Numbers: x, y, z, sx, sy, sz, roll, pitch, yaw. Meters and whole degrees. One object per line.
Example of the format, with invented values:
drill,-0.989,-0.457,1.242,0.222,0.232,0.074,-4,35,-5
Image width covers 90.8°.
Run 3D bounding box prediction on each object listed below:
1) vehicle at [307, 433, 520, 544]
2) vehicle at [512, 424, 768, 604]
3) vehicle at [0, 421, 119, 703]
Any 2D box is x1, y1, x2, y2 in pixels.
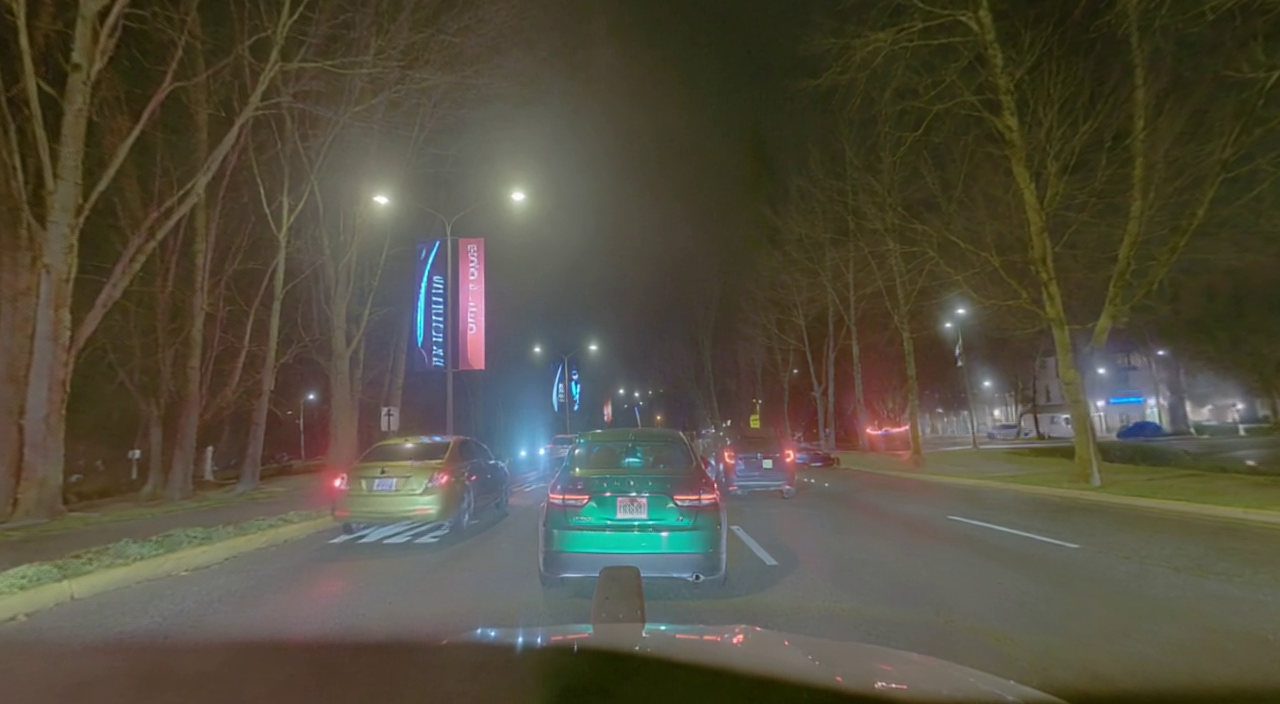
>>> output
vehicle,-3.492,2.181,10.826,1.961,1.487,4.453,0,-8,0
vehicle,-0.056,1.640,7.309,2.126,1.475,3.967,0,-8,-2
vehicle,-3.368,0.724,0.605,1.952,1.431,4.383,0,-8,1
